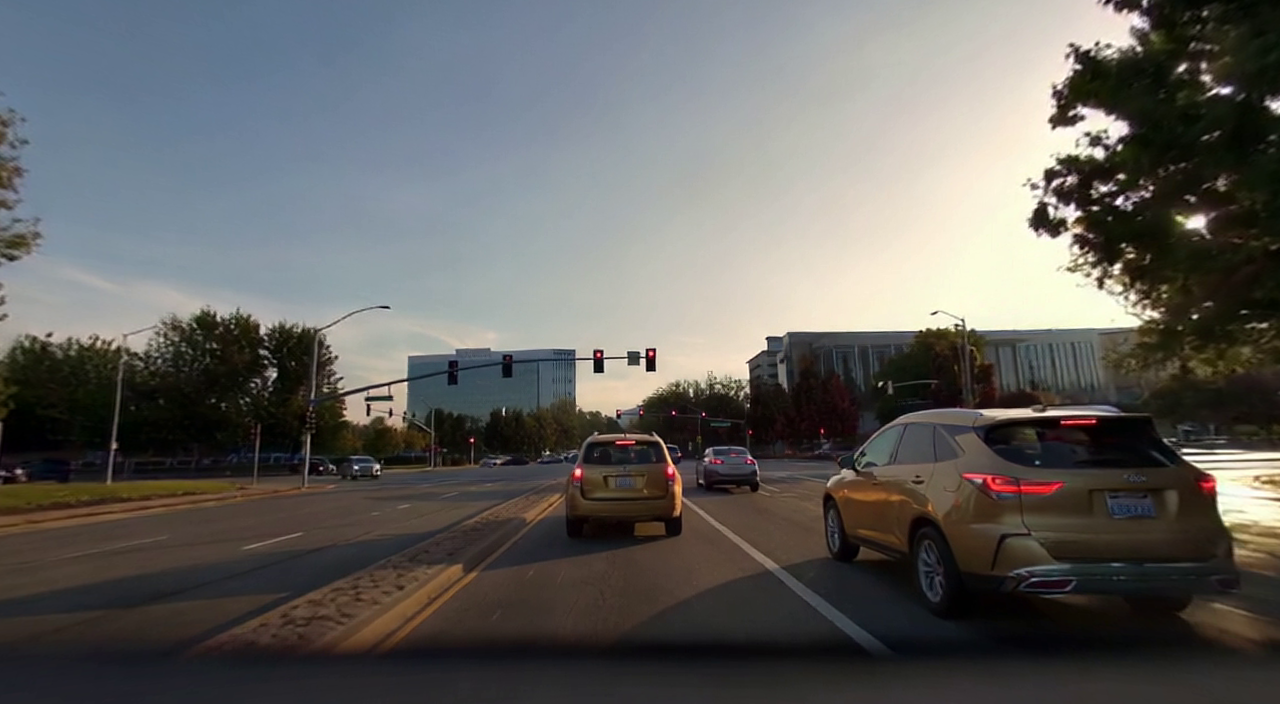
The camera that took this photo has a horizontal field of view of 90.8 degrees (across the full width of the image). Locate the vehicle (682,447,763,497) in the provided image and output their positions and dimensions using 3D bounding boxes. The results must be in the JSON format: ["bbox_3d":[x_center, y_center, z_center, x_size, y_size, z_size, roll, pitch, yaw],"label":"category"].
[{"bbox_3d":[2.596,3.873,20.903,1.900,1.459,4.260,0,-9,-3],"label":"vehicle"}]

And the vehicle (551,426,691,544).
[{"bbox_3d":[-0.328,2.251,11.333,2.039,1.698,4.144,0,-9,-1],"label":"vehicle"}]

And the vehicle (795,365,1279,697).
[{"bbox_3d":[3.132,1.289,5.714,2.228,1.798,4.370,0,-9,-1],"label":"vehicle"}]

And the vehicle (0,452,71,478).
[{"bbox_3d":[-40.807,7.500,42.181,1.742,1.526,4.004,-1,-8,3],"label":"vehicle"}]

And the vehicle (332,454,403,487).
[{"bbox_3d":[-17.853,7.663,41.263,4.905,1.949,2.354,-8,-11,42],"label":"vehicle"}]

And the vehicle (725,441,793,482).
[{"bbox_3d":[5.574,5.198,30.375,2.049,1.743,5.146,0,-9,-3],"label":"vehicle"}]
